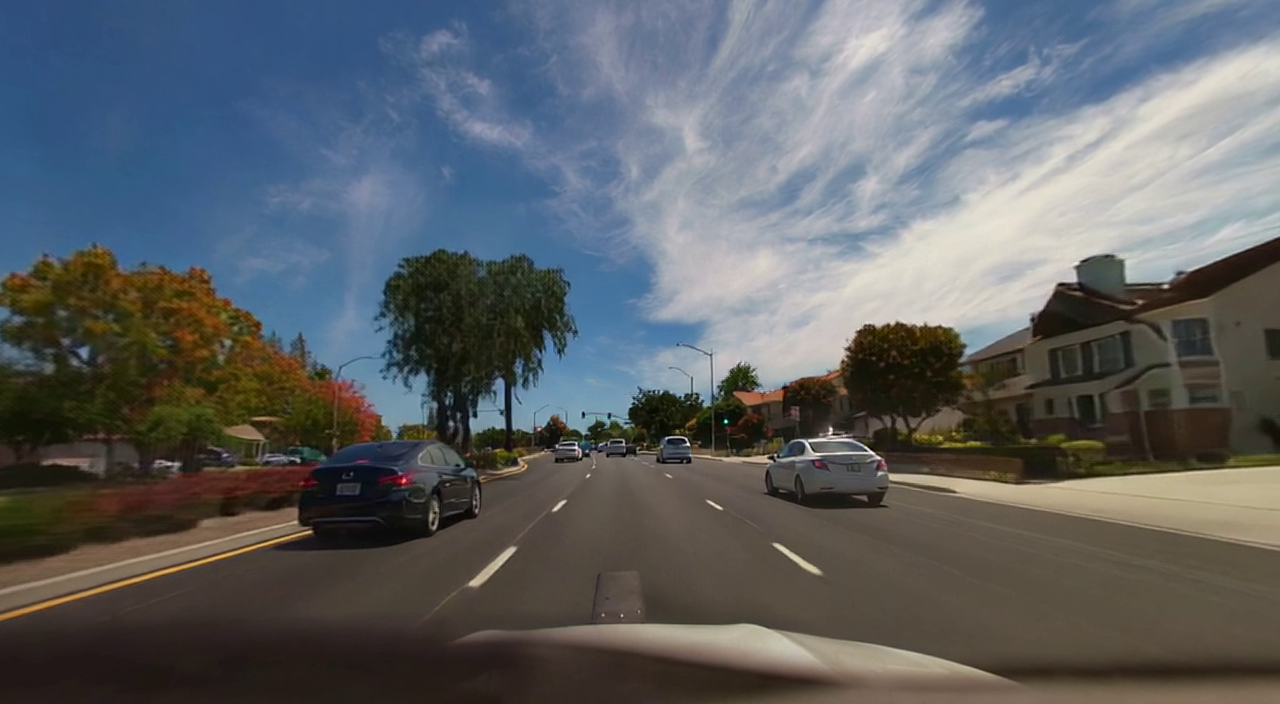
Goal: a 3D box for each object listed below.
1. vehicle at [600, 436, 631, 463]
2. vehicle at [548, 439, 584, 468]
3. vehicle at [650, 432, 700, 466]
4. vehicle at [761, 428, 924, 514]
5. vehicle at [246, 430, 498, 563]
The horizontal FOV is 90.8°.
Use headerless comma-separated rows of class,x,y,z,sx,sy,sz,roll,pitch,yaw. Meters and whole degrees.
vehicle,-1.901,7.339,47.621,2.164,1.867,4.254,1,-8,-5
vehicle,-4.309,5.986,37.349,1.922,1.577,4.140,0,-8,-4
vehicle,2.107,6.058,39.756,2.391,1.960,5.600,0,-8,-4
vehicle,3.964,2.401,13.185,1.870,1.491,4.009,0,-8,-3
vehicle,-3.507,1.948,9.300,1.924,1.473,4.200,0,-8,-1
